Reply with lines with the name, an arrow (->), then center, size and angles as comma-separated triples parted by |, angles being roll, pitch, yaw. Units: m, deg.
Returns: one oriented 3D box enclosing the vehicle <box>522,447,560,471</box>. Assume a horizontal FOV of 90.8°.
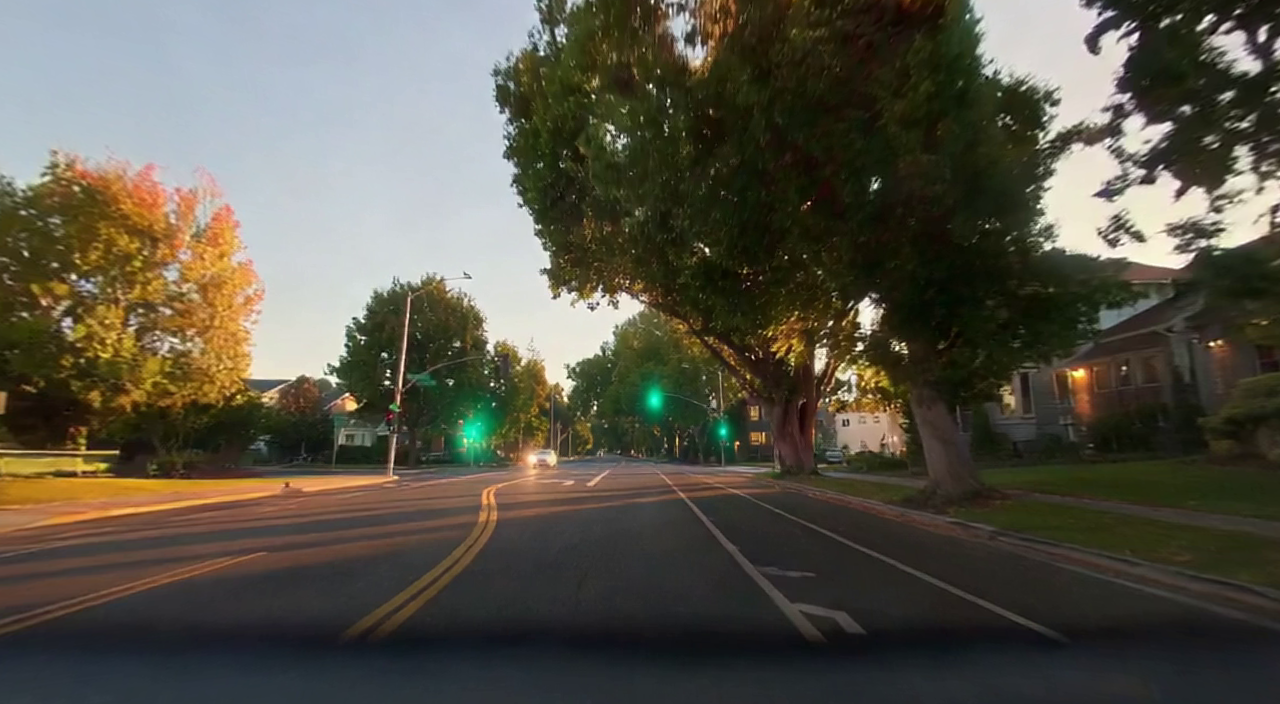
vehicle -> -7.519, 8.204, 48.525 | 2.091, 1.727, 4.413 | 0, -9, 1
